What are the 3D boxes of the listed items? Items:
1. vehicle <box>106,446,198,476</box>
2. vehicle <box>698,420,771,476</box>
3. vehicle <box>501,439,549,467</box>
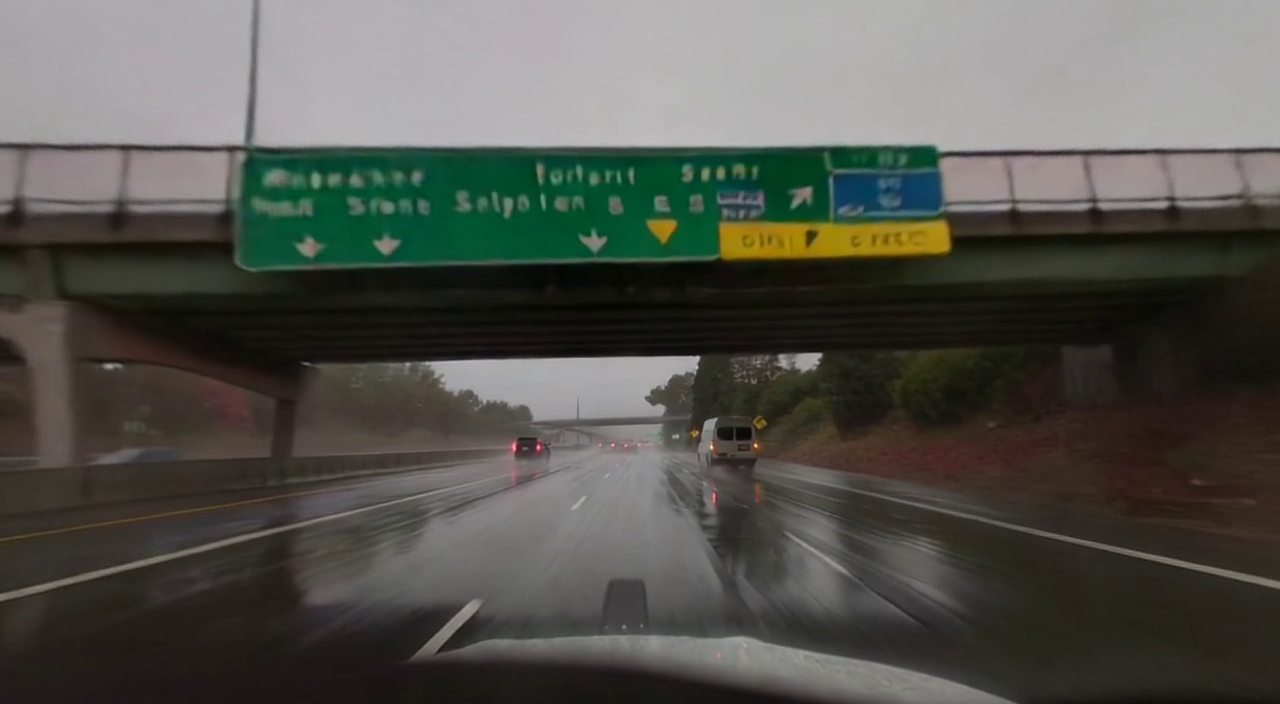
[{"bbox_3d":[-29.970,6.683,38.975,1.940,1.692,4.682,0,-8,0],"label":"vehicle"},{"bbox_3d":[4.092,4.313,28.392,2.347,2.234,5.352,0,-8,-1],"label":"vehicle"},{"bbox_3d":[-7.161,6.343,39.693,2.068,1.632,4.623,-1,-8,1],"label":"vehicle"}]
